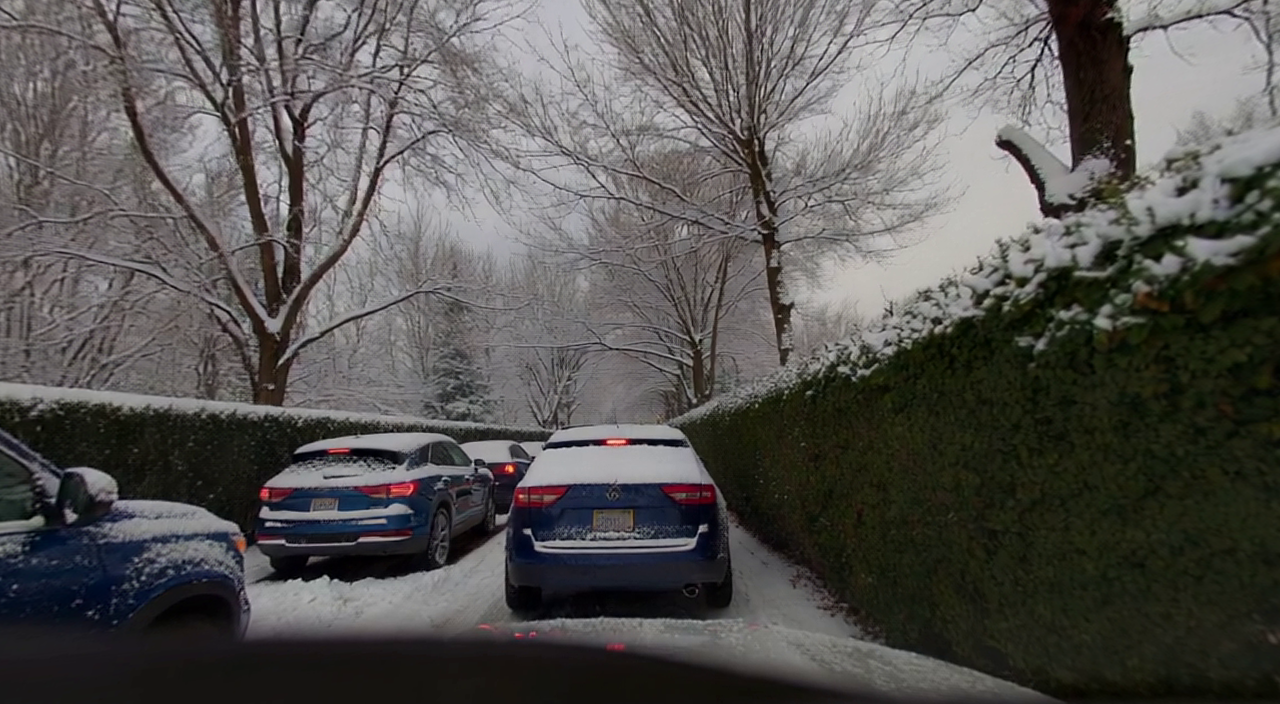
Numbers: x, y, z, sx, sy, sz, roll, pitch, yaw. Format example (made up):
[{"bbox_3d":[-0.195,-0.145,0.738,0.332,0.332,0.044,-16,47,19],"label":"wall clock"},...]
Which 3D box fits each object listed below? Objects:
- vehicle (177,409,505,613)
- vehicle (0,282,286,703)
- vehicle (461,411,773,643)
[{"bbox_3d":[-3.421,1.855,8.322,2.256,1.728,4.421,-6,-8,-2],"label":"vehicle"},{"bbox_3d":[-3.292,0.674,1.268,2.205,1.913,5.327,-6,-8,-2],"label":"vehicle"},{"bbox_3d":[-0.187,1.527,6.425,2.154,1.581,4.007,0,-9,-1],"label":"vehicle"}]
